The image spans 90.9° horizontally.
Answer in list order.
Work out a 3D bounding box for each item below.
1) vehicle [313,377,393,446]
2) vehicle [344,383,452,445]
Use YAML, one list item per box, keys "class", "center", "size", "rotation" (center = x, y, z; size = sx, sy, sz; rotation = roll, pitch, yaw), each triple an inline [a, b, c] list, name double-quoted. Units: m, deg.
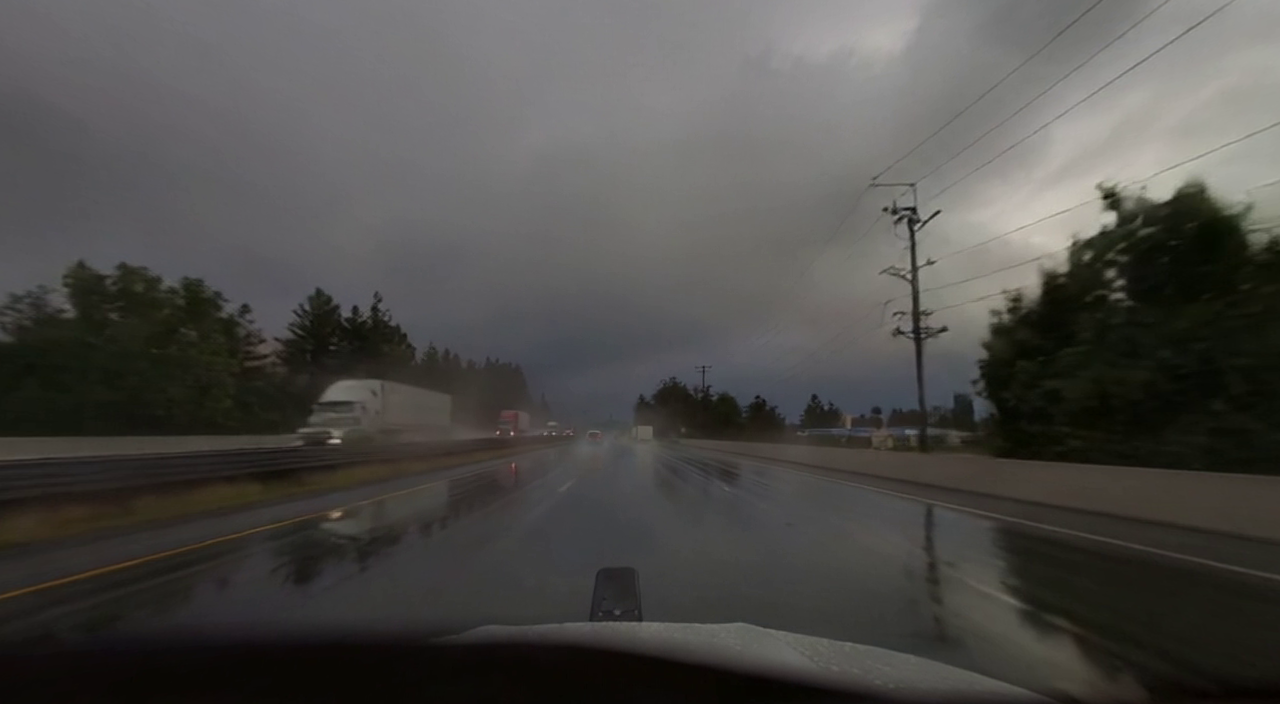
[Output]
- class: "vehicle"
  center: [-17.027, 3.617, 37.607]
  size: [3.032, 3.927, 3.511]
  rotation: [0, -8, -1]
- class: "vehicle"
  center: [-17.067, 4.739, 45.897]
  size: [2.828, 3.852, 13.292]
  rotation: [0, -8, -1]
